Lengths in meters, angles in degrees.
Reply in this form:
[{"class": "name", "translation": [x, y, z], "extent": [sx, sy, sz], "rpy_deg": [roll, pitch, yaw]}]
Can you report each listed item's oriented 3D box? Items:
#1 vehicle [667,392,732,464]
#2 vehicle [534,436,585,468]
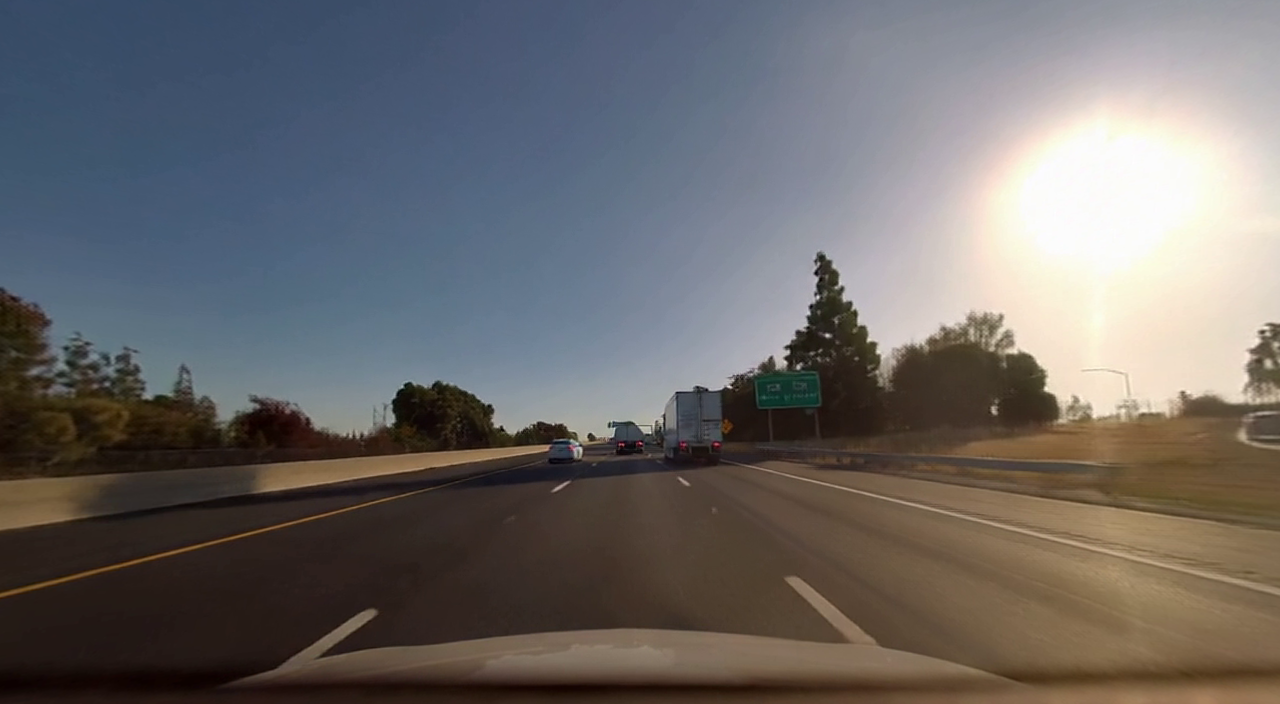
[{"class": "vehicle", "translation": [3.554, 5.023, 40.497], "extent": [2.997, 3.983, 10.860], "rpy_deg": [1, -8, -1]}, {"class": "vehicle", "translation": [-4.093, 5.180, 32.788], "extent": [2.111, 1.536, 4.270], "rpy_deg": [0, -8, 0]}]
